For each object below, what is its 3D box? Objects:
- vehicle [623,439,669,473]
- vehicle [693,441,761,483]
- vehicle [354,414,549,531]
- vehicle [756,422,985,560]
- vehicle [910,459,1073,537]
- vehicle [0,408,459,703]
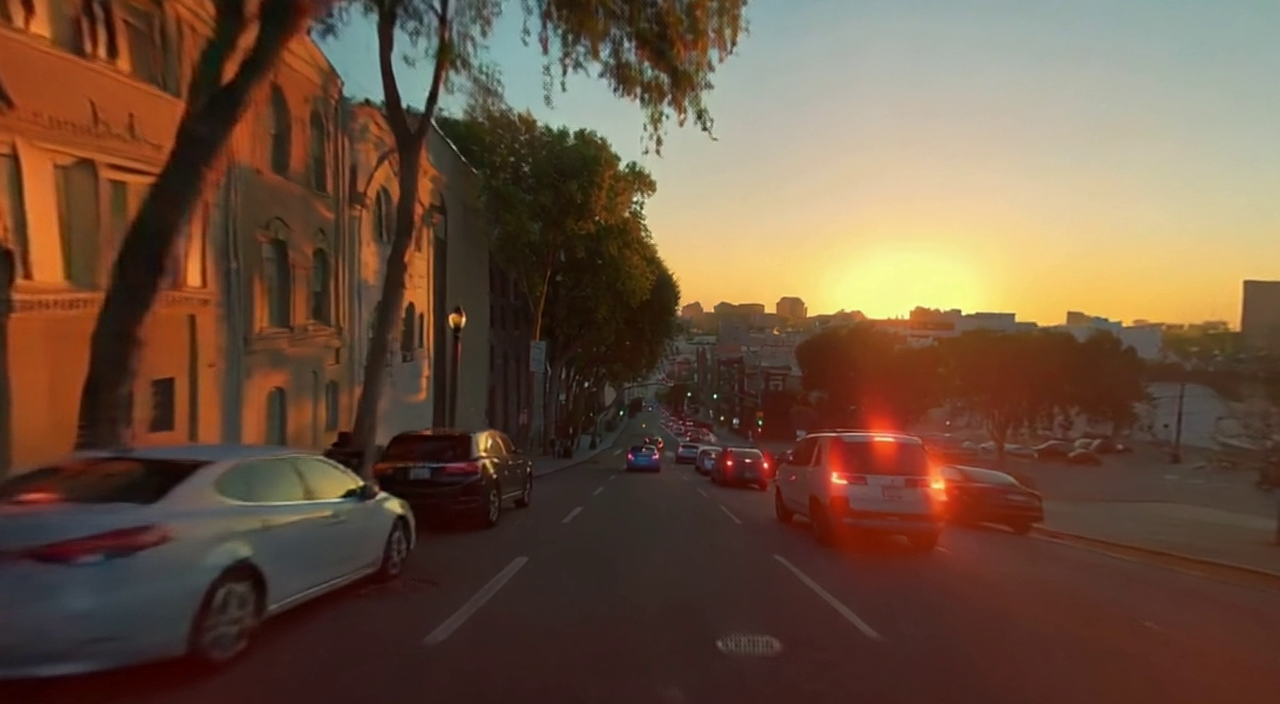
[{"bbox_3d":[0.281,4.807,29.254,2.007,1.460,3.923,0,-9,1],"label":"vehicle"},{"bbox_3d":[3.298,4.265,24.668,1.966,1.475,4.528,0,-9,0],"label":"vehicle"},{"bbox_3d":[-3.143,2.133,11.673,2.128,1.725,4.471,0,-9,1],"label":"vehicle"},{"bbox_3d":[3.309,2.077,10.179,2.002,1.707,4.547,0,-9,0],"label":"vehicle"},{"bbox_3d":[8.982,3.712,16.553,1.893,1.663,4.257,0,-9,2],"label":"vehicle"},{"bbox_3d":[-3.076,1.308,4.988,1.926,1.456,4.313,0,-9,1],"label":"vehicle"}]
